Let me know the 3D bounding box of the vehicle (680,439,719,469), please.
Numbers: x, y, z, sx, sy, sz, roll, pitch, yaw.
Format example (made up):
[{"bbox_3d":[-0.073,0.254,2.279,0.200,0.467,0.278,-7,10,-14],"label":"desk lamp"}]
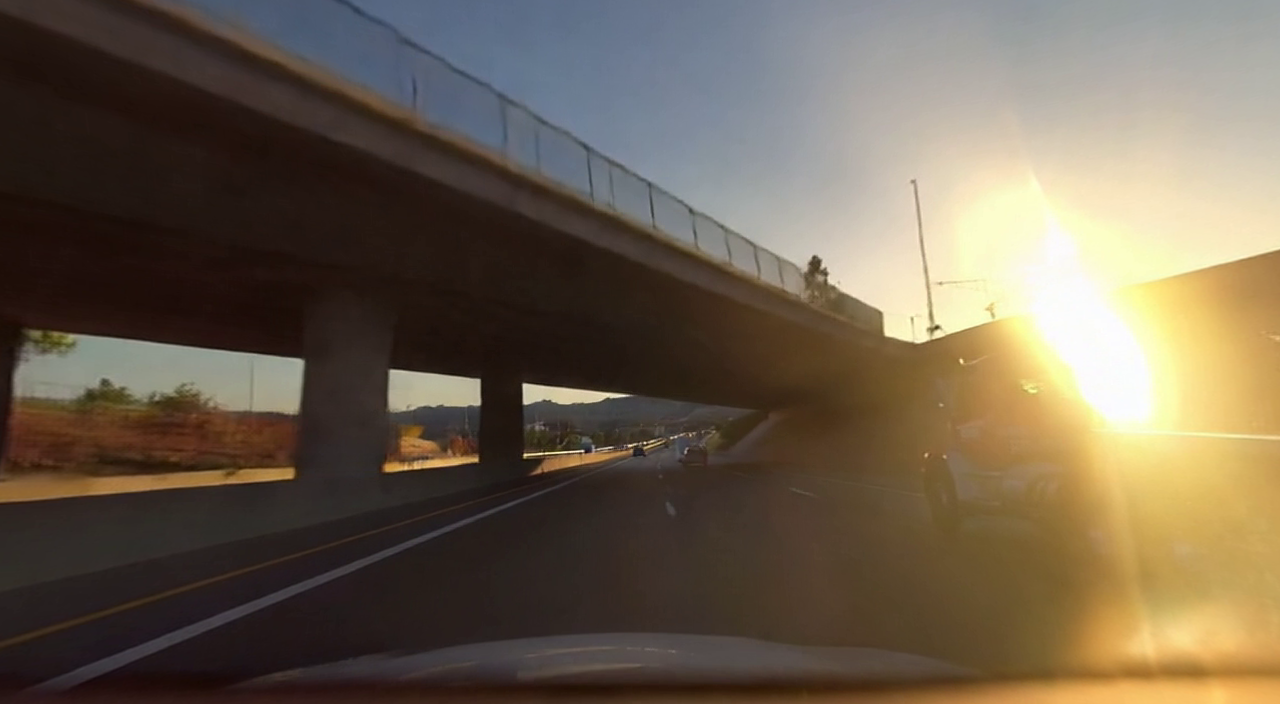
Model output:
[{"bbox_3d":[4.157,7.320,45.276,2.309,2.003,5.139,0,-9,0],"label":"vehicle"}]
